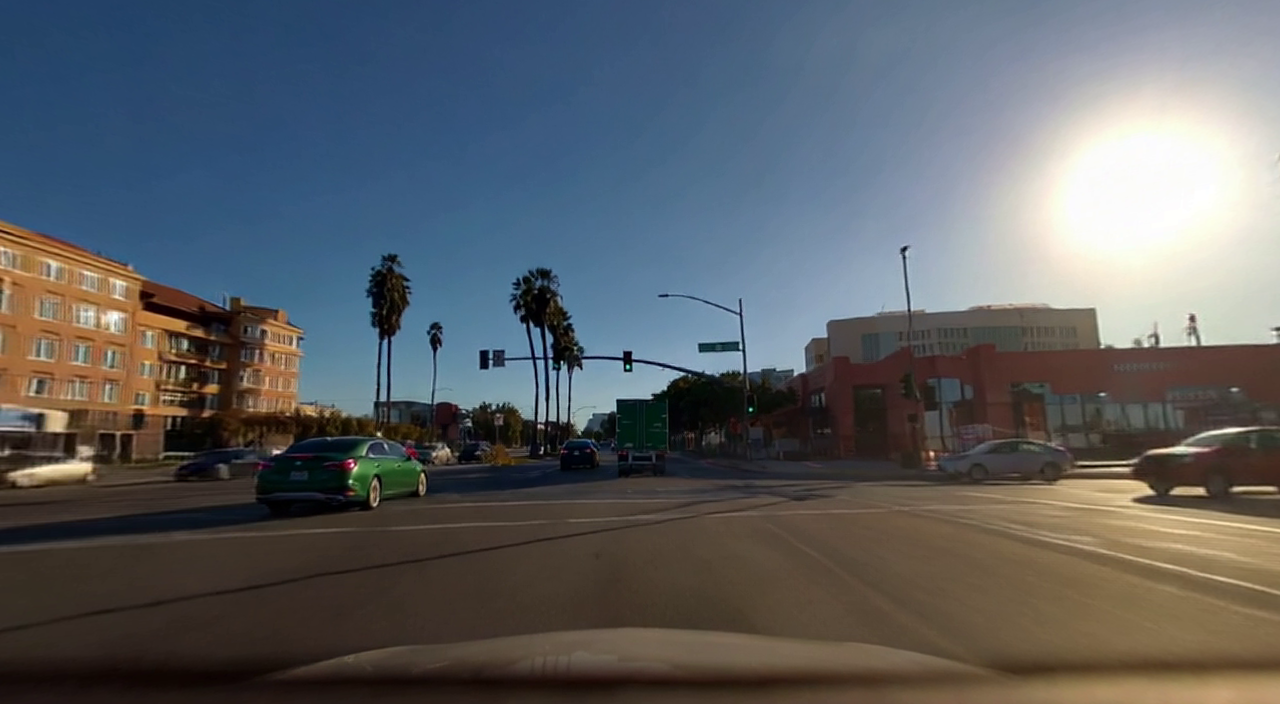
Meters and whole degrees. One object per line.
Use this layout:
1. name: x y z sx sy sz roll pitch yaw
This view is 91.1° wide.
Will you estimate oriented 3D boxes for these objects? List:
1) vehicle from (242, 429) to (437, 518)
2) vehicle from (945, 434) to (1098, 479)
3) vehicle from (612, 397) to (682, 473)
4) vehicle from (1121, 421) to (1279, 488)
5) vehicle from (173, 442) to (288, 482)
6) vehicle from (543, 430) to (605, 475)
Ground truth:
1. vehicle: -6.381 2.621 14.132 2.045 1.630 4.680 0 -8 0
2. vehicle: 14.665 4.065 24.357 4.568 1.485 1.936 -2 -11 0
3. vehicle: 0.306 4.071 30.422 2.993 3.235 6.692 0 -8 0
4. vehicle: 16.891 2.847 17.597 5.039 1.744 2.043 0 -8 0
5. vehicle: -17.744 4.764 27.507 1.922 1.575 4.620 0 -8 0
6. vehicle: -2.886 4.564 28.701 2.178 1.826 4.933 0 -8 1
